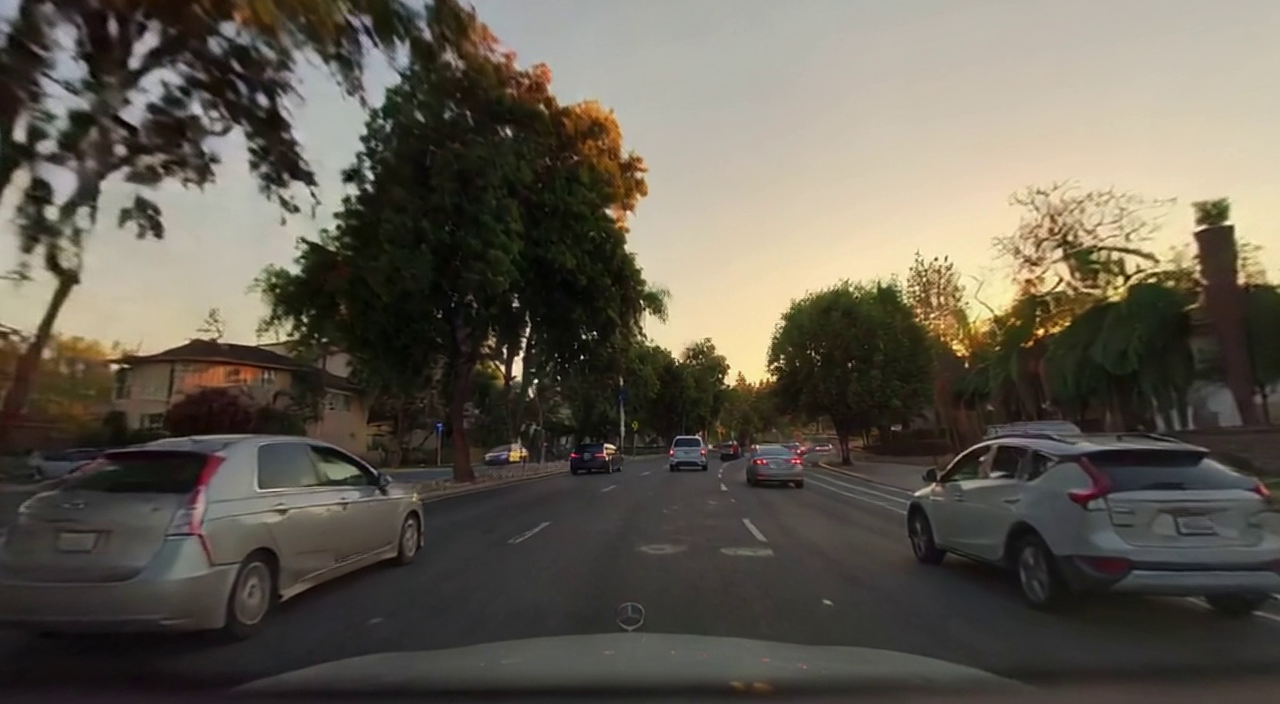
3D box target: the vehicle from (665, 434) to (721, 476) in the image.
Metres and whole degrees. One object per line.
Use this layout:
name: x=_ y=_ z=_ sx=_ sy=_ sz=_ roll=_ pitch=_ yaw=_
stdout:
vehicle: x=2.528 y=4.739 z=29.127 sx=2.250 sy=1.768 sz=4.574 roll=-2 pitch=-9 yaw=8

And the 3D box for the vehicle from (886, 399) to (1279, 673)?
vehicle: x=3.700 y=1.299 z=5.355 sx=1.859 sy=1.540 sz=3.454 roll=-1 pitch=-9 yaw=1

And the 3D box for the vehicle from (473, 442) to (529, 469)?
vehicle: x=-8.892 y=6.660 z=40.802 sx=2.010 sy=1.598 sz=4.355 roll=-2 pitch=-9 yaw=10

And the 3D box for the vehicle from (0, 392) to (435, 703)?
vehicle: x=-3.421 y=1.222 z=4.524 sx=2.169 sy=1.468 sz=4.716 roll=-1 pitch=-9 yaw=2

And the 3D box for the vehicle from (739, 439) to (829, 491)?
vehicle: x=4.416 y=3.538 z=20.038 sx=2.117 sy=1.472 sz=4.158 roll=-1 pitch=-9 yaw=4

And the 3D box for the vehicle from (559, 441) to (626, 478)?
vehicle: x=-2.010 y=4.757 z=28.158 sx=2.006 sy=1.464 sz=4.586 roll=-2 pitch=-9 yaw=8
